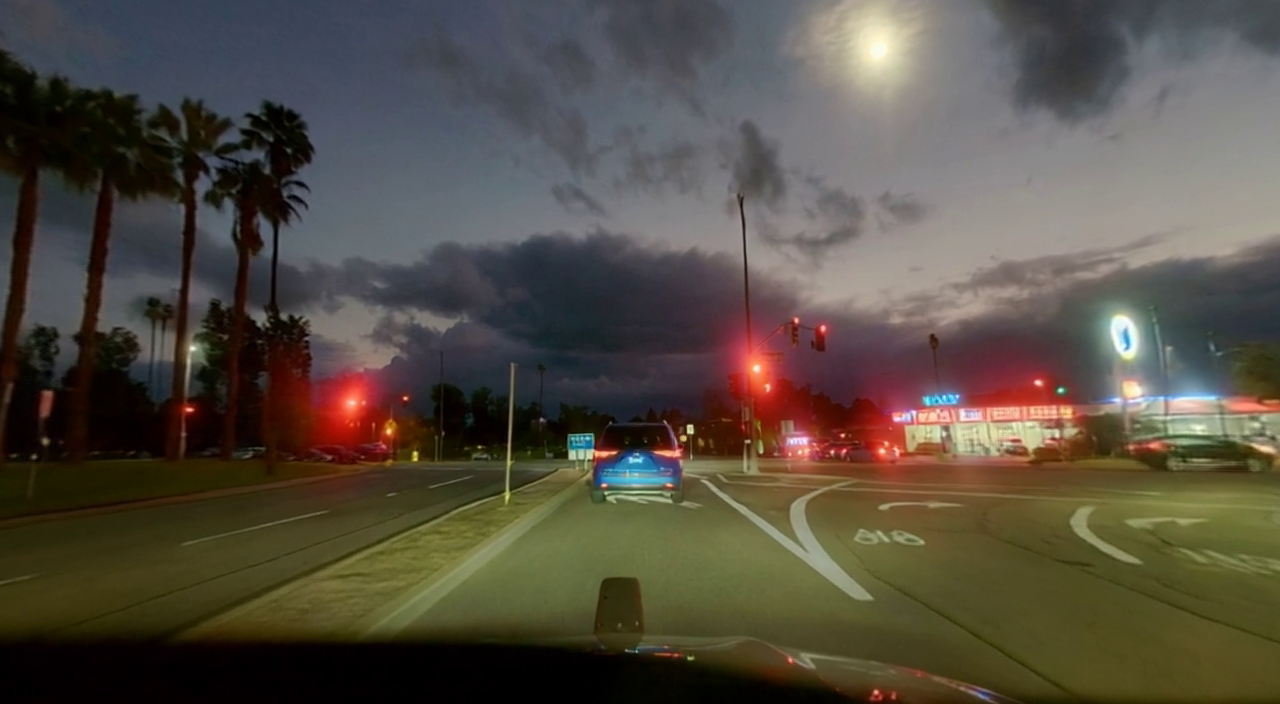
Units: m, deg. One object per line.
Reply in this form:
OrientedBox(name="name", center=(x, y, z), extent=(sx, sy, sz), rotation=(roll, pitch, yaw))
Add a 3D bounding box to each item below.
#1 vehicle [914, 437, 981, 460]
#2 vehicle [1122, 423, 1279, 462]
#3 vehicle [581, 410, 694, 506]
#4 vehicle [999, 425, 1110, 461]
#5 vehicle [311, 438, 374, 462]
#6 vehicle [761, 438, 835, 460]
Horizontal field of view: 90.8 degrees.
OrientedBox(name="vehicle", center=(20.514, 6.416, 42.124), extent=(3.809, 1.435, 1.690), rotation=(-5, -10, 31))
OrientedBox(name="vehicle", center=(28.816, 4.714, 32.761), extent=(5.809, 1.839, 1.957), rotation=(-6, -10, 34))
OrientedBox(name="vehicle", center=(-0.035, 2.499, 15.206), extent=(2.263, 1.932, 4.709), rotation=(0, -8, 0))
OrientedBox(name="vehicle", center=(21.761, 4.813, 33.348), extent=(4.641, 1.778, 1.958), rotation=(-5, -10, 32))
OrientedBox(name="vehicle", center=(-22.247, 7.295, 47.147), extent=(4.790, 1.687, 1.969), rotation=(-6, -10, 33))
OrientedBox(name="vehicle", center=(11.069, 6.778, 44.380), extent=(4.665, 1.467, 1.833), rotation=(-6, -10, 34))
